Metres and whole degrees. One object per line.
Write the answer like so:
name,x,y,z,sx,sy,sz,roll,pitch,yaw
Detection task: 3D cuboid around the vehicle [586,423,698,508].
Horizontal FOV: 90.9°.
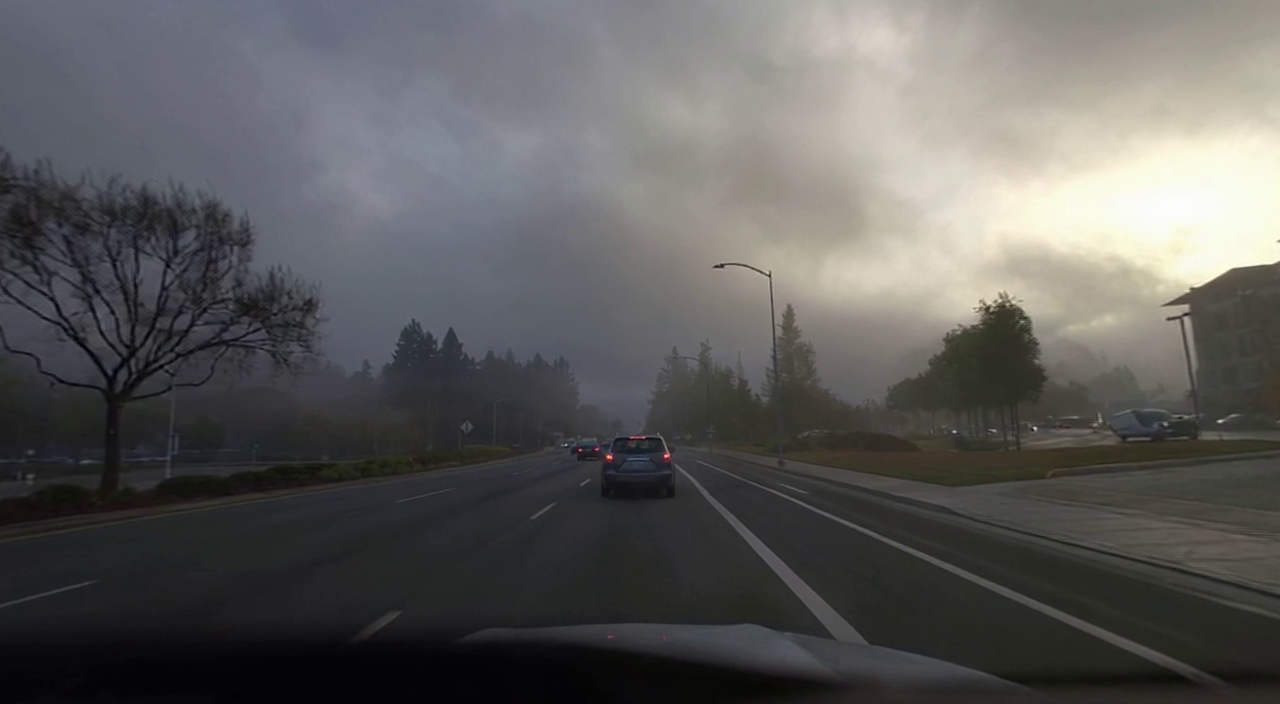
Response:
vehicle,0.054,2.532,14.536,2.199,1.652,4.101,0,-8,1

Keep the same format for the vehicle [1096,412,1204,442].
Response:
vehicle,31.900,4.761,39.680,4.903,1.767,2.105,-5,-10,31
